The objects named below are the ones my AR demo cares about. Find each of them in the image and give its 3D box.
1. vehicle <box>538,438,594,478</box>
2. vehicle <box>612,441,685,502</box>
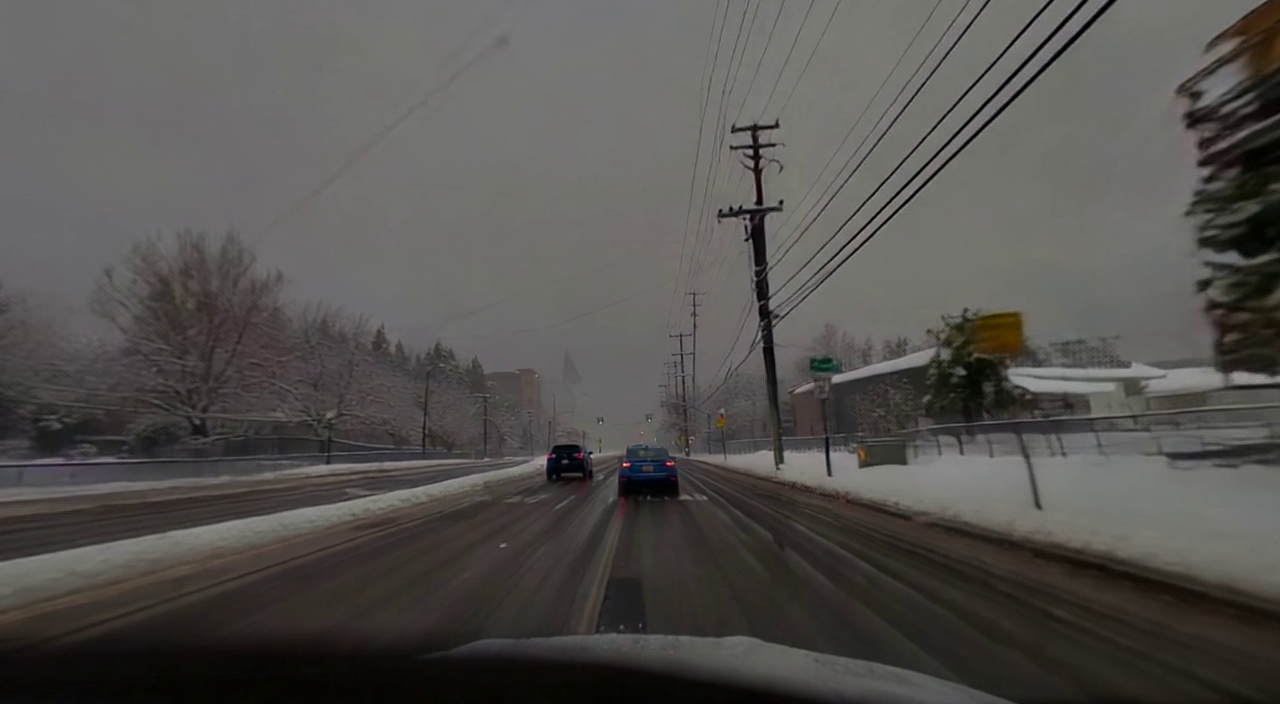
[{"bbox_3d":[-3.523,5.119,30.541,2.078,1.804,4.387,0,-8,1],"label":"vehicle"},{"bbox_3d":[0.236,3.702,19.920,2.059,1.691,3.980,0,-8,0],"label":"vehicle"}]
